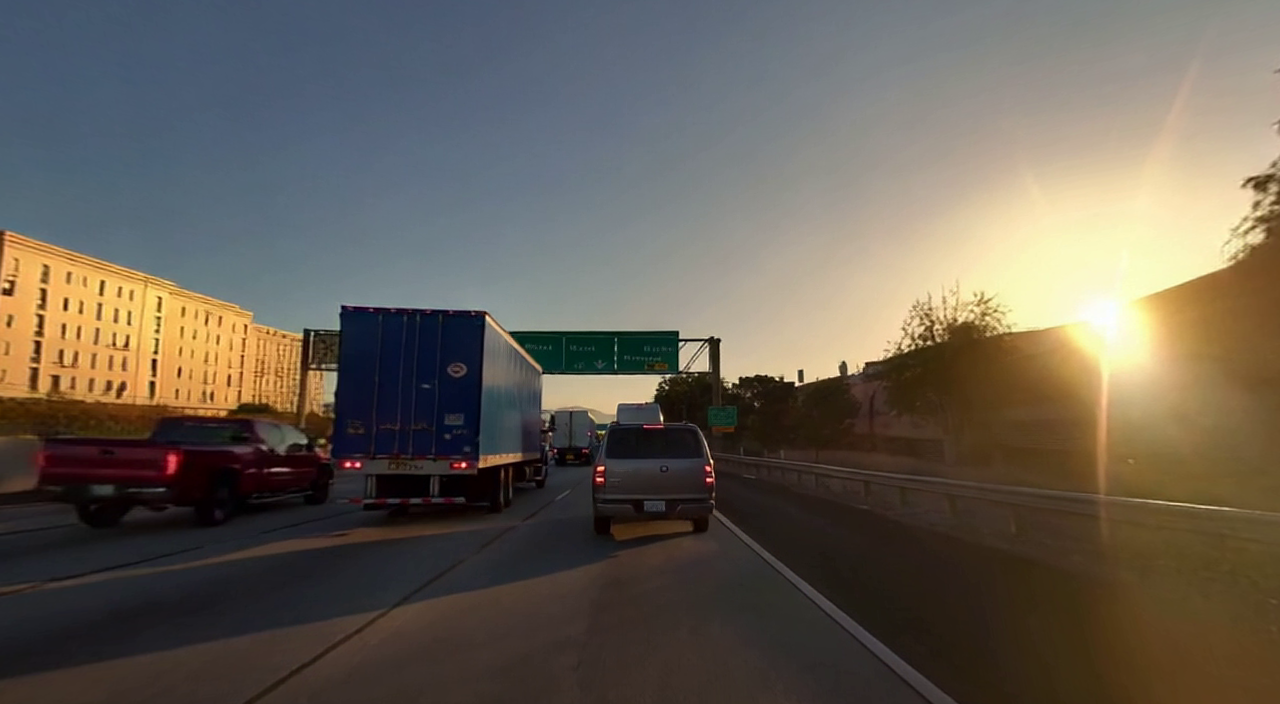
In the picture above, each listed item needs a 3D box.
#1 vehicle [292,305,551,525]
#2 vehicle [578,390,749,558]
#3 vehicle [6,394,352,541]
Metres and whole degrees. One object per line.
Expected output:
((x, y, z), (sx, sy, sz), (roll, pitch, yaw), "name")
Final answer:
((-4.045, 1.608, 14.348), (2.814, 3.513, 8.529), (0, -9, 0), "vehicle")
((0.171, 1.694, 9.301), (1.947, 1.910, 4.040), (0, -9, -3), "vehicle")
((-7.754, 2.038, 11.696), (2.218, 2.047, 5.586), (0, -9, -1), "vehicle")
